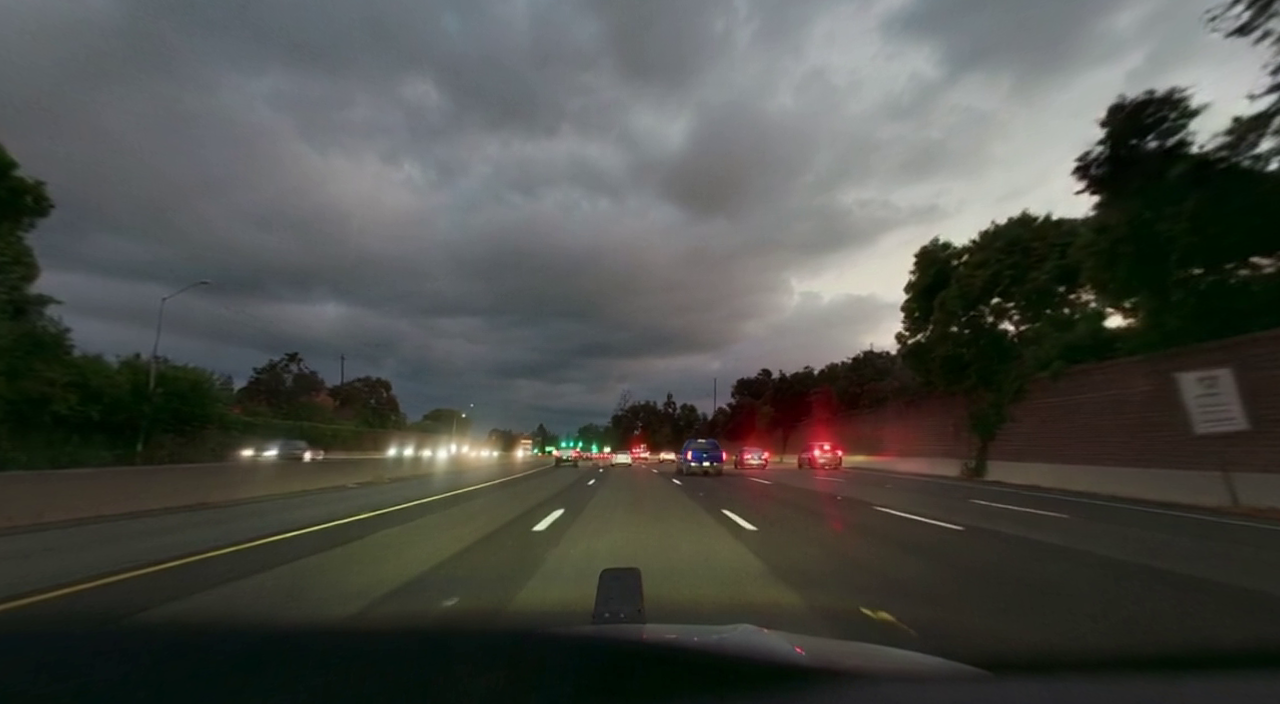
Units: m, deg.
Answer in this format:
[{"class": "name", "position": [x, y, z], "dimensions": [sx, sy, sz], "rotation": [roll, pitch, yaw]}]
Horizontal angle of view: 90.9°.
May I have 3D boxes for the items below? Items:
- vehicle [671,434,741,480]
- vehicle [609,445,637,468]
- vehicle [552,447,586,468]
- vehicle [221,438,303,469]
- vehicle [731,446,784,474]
[{"class": "vehicle", "position": [2.949, 4.868, 29.593], "dimensions": [2.374, 1.952, 5.431], "rotation": [0, -8, -3]}, {"class": "vehicle", "position": [-1.336, 7.892, 47.877], "dimensions": [2.050, 1.607, 3.821], "rotation": [0, -8, -3]}, {"class": "vehicle", "position": [-5.491, 8.183, 49.108], "dimensions": [2.411, 1.509, 4.641], "rotation": [0, -8, -4]}, {"class": "vehicle", "position": [-22.114, 5.967, 37.169], "dimensions": [1.971, 1.670, 4.775], "rotation": [0, -8, -2]}, {"class": "vehicle", "position": [6.822, 6.296, 37.117], "dimensions": [1.976, 1.485, 4.925], "rotation": [0, -8, -3]}]
